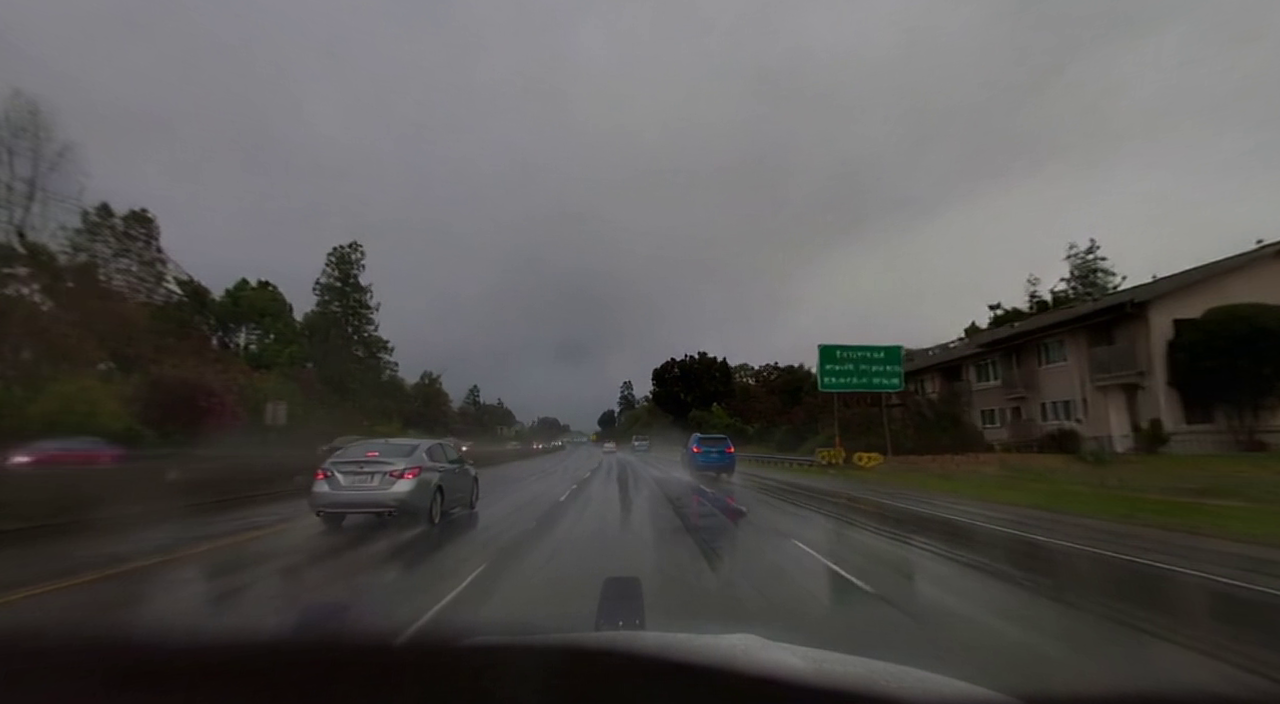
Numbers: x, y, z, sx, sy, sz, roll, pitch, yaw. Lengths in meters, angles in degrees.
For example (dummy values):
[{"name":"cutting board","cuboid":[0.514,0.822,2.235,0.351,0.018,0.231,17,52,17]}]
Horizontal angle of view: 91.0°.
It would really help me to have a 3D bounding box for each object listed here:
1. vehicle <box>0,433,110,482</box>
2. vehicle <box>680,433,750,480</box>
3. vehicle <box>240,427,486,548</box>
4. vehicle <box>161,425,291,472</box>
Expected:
[{"name":"vehicle","cuboid":[-19.955,3.433,20.625,1.857,1.430,3.870,0,-9,-2]},{"name":"vehicle","cuboid":[2.855,4.134,25.088,2.092,1.686,4.188,0,-9,-2]},{"name":"vehicle","cuboid":[-4.093,2.074,10.311,2.036,1.528,4.400,0,-9,0]},{"name":"vehicle","cuboid":[-16.391,3.879,25.304,2.186,1.682,4.623,0,-9,-3]}]
